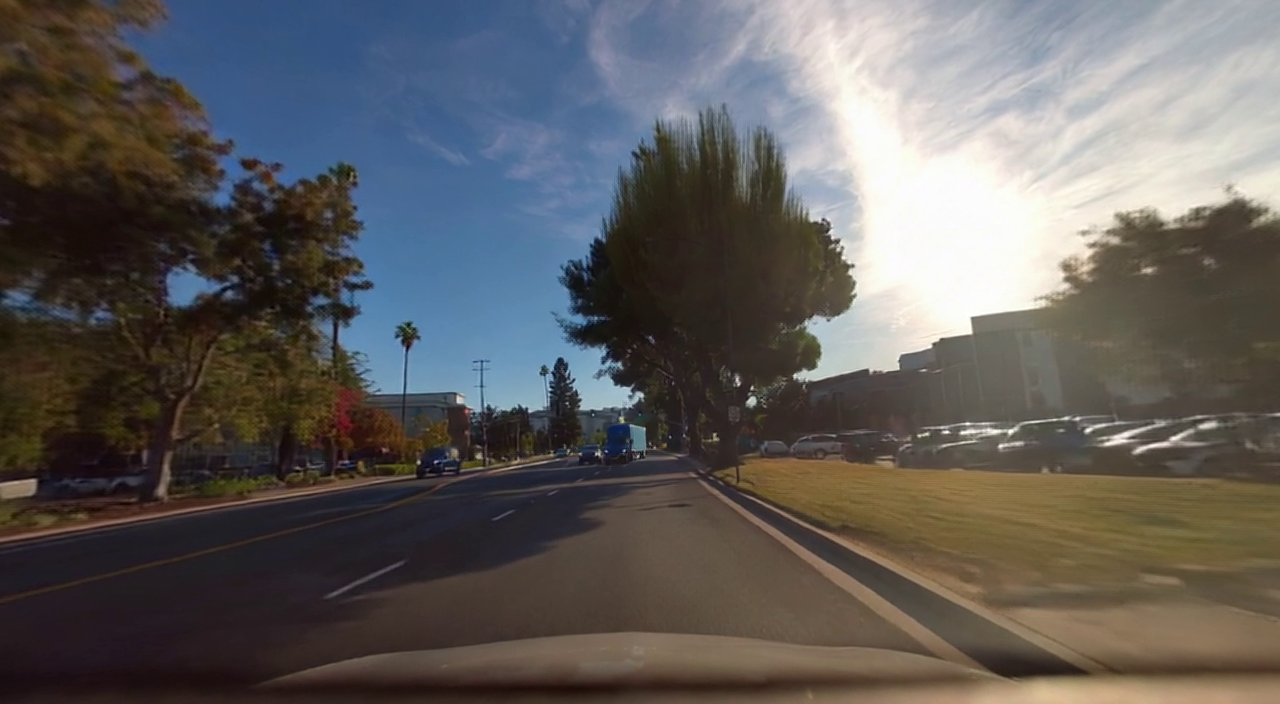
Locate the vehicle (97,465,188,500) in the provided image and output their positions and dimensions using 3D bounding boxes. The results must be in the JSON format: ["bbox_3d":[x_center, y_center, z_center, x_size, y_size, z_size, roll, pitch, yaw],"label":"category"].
[{"bbox_3d":[-30.260,7.929,38.518,1.967,1.877,4.256,0,-9,0],"label":"vehicle"}]

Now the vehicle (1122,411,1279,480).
[{"bbox_3d":[15.939,2.569,17.319,3.917,1.737,1.922,1,-9,-8],"label":"vehicle"}]
